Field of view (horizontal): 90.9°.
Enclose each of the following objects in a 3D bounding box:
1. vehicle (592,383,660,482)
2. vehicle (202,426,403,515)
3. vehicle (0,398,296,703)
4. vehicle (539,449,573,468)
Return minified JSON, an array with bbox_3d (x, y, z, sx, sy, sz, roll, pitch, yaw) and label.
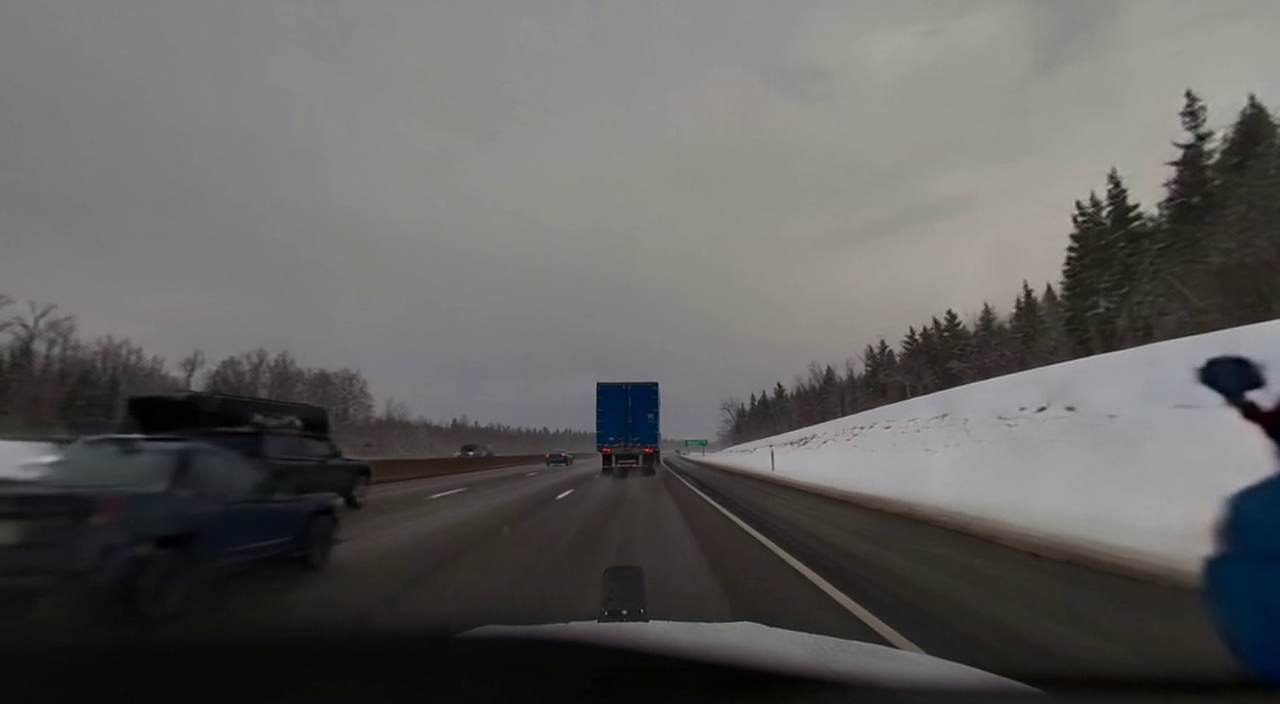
[{"bbox_3d":[-0.419,4.446,33.610,2.851,4.098,14.436,-1,-9,1],"label":"vehicle"},{"bbox_3d":[-7.564,2.703,14.848,2.092,1.742,4.691,0,-9,1],"label":"vehicle"},{"bbox_3d":[-3.452,0.871,2.106,2.092,1.465,4.448,0,-9,0],"label":"vehicle"},{"bbox_3d":[-6.632,8.407,49.905,1.967,1.420,4.473,0,-9,1],"label":"vehicle"}]
